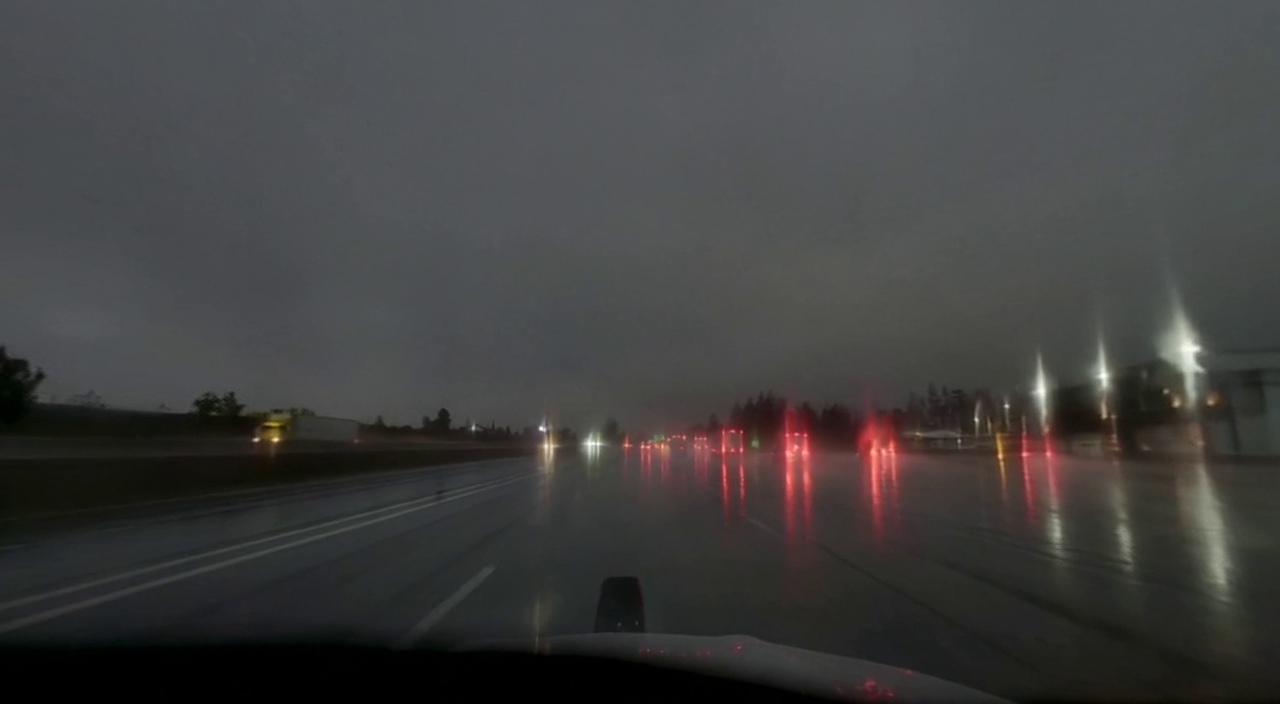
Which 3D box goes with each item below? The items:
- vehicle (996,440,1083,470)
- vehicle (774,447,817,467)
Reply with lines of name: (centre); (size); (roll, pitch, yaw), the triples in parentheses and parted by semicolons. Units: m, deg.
vehicle: (26.388, 6.819, 41.855); (2.074, 1.881, 5.056); (1, -8, -5)
vehicle: (12.126, 8.174, 49.341); (2.017, 1.478, 4.364); (0, -8, -3)
